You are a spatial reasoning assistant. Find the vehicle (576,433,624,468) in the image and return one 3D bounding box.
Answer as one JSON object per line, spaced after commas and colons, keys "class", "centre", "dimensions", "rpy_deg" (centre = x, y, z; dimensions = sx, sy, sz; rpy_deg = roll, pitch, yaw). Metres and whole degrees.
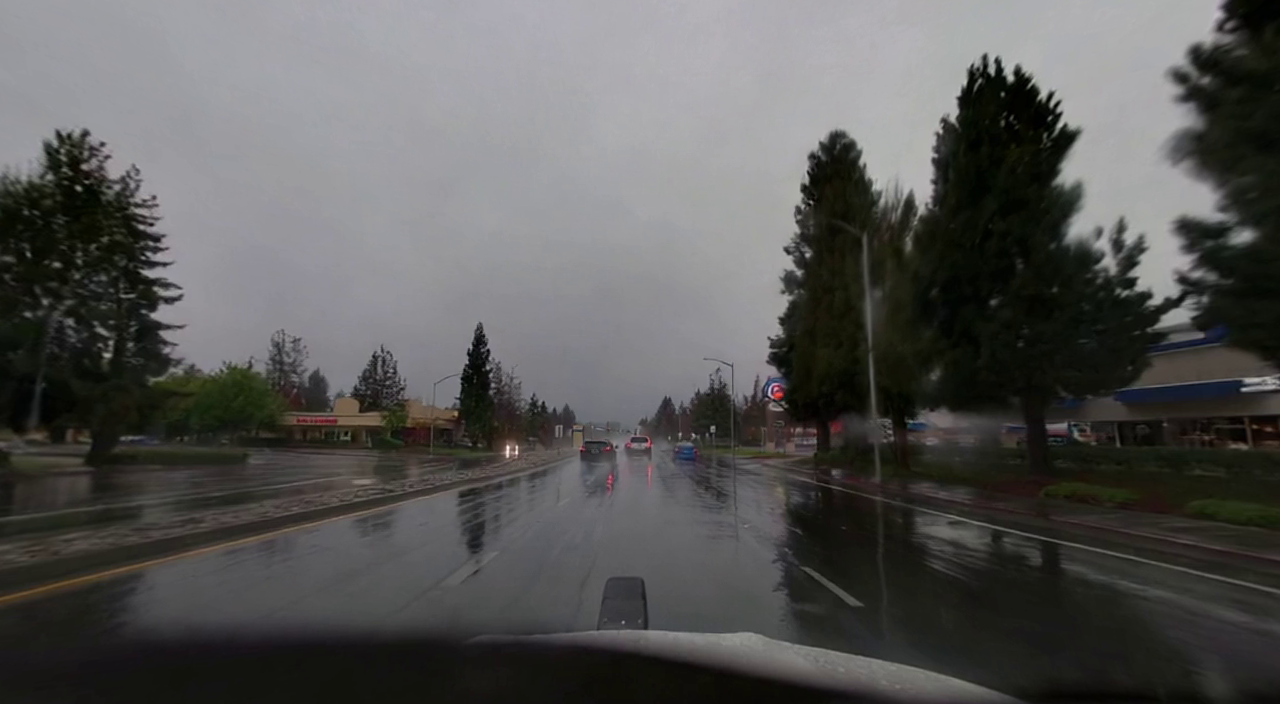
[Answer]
{"class": "vehicle", "centre": [-2.290, 5.832, 37.398], "dimensions": [2.222, 1.899, 5.006], "rpy_deg": [0, -8, 4]}
